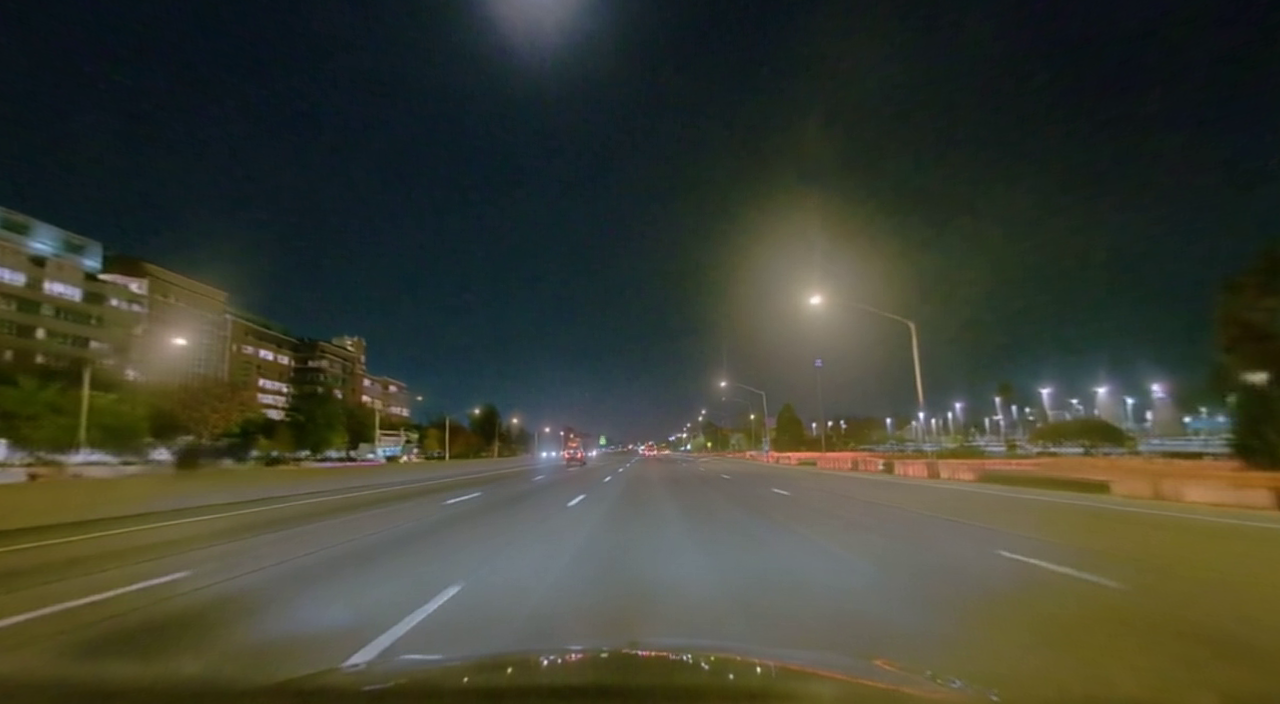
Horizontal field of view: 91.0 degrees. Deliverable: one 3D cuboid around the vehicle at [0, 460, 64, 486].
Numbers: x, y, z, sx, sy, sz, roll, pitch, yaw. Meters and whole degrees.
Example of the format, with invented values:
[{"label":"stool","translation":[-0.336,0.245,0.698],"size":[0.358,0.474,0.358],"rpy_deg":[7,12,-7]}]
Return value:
[{"label":"vehicle","translation":[-37.246,7.233,37.755],"size":[3.852,1.492,1.615],"rpy_deg":[-1,-9,5]}]
